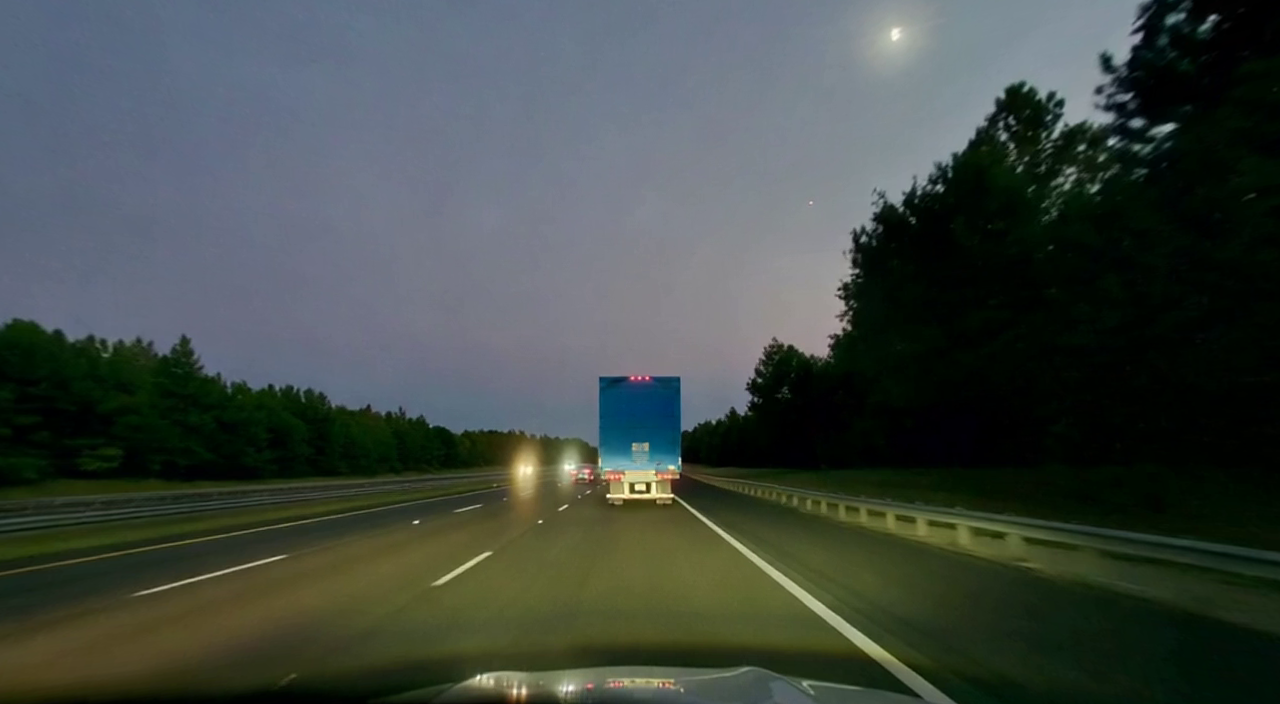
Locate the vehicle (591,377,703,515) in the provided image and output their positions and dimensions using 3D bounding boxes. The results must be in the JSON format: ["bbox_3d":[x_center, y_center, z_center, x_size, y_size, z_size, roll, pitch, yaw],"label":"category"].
[{"bbox_3d":[0.045,3.397,21.904,3.008,3.678,9.512,1,-10,-2],"label":"vehicle"}]

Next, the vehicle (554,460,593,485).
[{"bbox_3d":[-4.492,8.266,43.257,2.104,1.536,4.599,1,-10,0],"label":"vehicle"}]
